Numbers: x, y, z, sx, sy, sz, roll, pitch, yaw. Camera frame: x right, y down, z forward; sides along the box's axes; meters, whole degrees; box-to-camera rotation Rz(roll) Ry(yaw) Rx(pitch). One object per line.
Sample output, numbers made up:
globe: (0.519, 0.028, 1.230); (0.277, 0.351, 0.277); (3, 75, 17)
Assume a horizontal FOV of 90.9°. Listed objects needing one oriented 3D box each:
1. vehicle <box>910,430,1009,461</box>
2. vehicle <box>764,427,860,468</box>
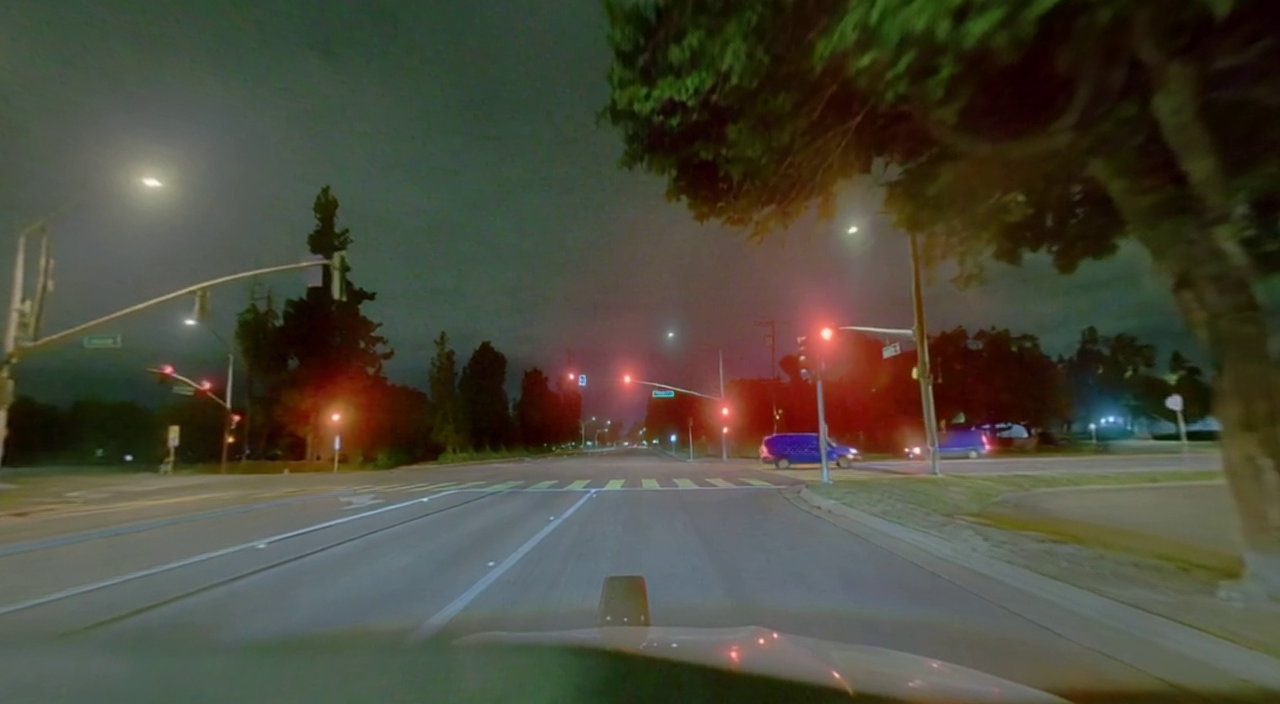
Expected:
vehicle: (19.046, 5.589, 37.707); (4.790, 1.798, 1.909); (0, -8, 1)
vehicle: (8.752, 4.854, 32.181); (4.536, 1.965, 1.780); (-3, -9, 17)
